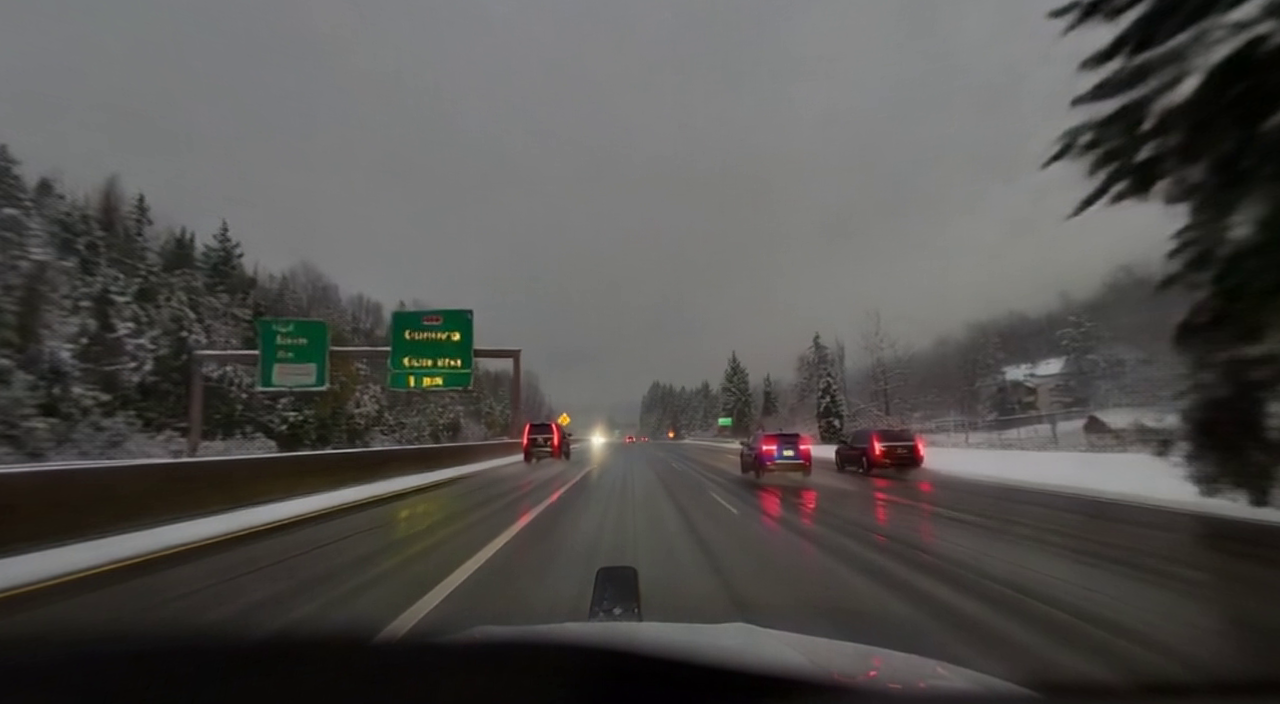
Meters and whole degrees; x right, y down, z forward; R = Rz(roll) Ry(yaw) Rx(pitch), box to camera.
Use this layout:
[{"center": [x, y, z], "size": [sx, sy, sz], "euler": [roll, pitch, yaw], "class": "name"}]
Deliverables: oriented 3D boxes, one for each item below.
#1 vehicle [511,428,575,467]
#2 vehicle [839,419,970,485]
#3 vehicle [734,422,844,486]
[{"center": [-3.913, 3.912, 26.129], "size": [2.032, 1.465, 4.316], "euler": [0, -8, -1], "class": "vehicle"}, {"center": [7.290, 2.783, 17.844], "size": [1.956, 1.634, 3.935], "euler": [0, -8, -1], "class": "vehicle"}, {"center": [4.030, 2.821, 17.757], "size": [2.011, 1.576, 4.060], "euler": [0, -8, -2], "class": "vehicle"}]
